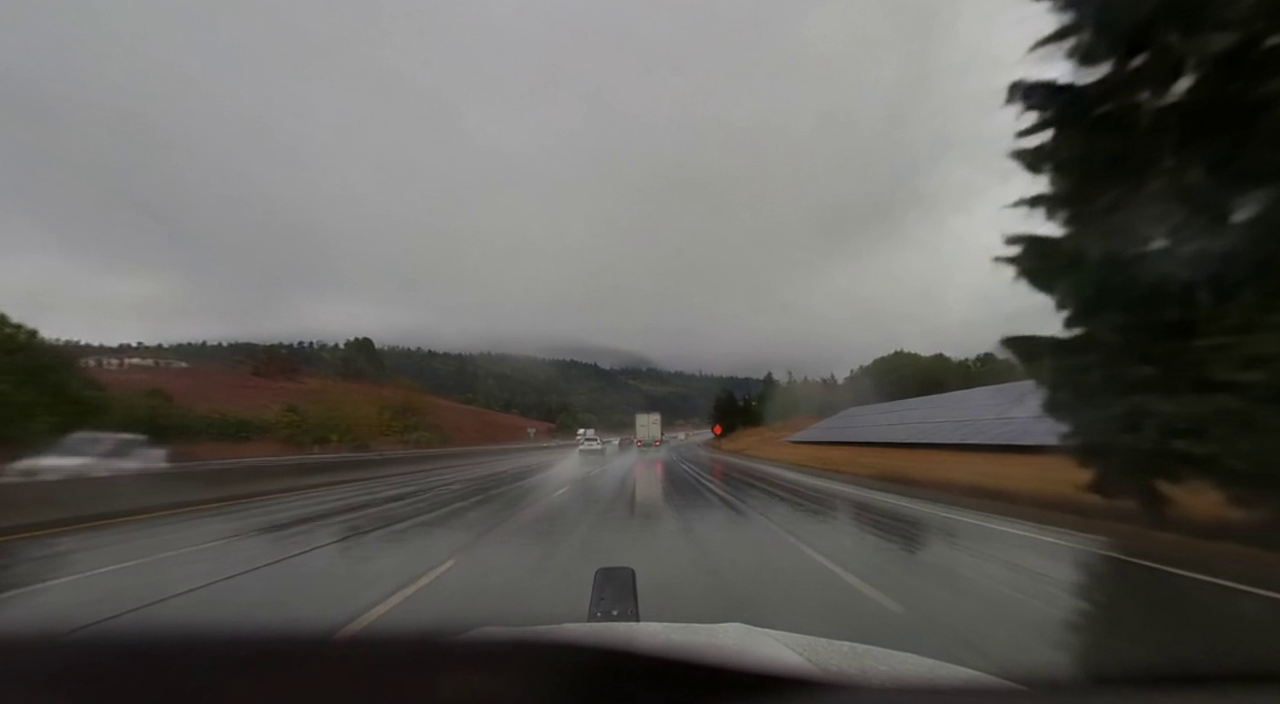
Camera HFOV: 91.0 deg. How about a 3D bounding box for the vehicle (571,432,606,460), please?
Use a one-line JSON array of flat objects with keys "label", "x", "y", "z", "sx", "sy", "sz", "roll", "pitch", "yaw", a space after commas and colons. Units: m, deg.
[{"label": "vehicle", "x": -3.730, "y": 6.966, "z": 46.557, "sx": 2.130, "sy": 1.935, "sz": 4.817, "roll": -1, "pitch": -8, "yaw": 1}]
